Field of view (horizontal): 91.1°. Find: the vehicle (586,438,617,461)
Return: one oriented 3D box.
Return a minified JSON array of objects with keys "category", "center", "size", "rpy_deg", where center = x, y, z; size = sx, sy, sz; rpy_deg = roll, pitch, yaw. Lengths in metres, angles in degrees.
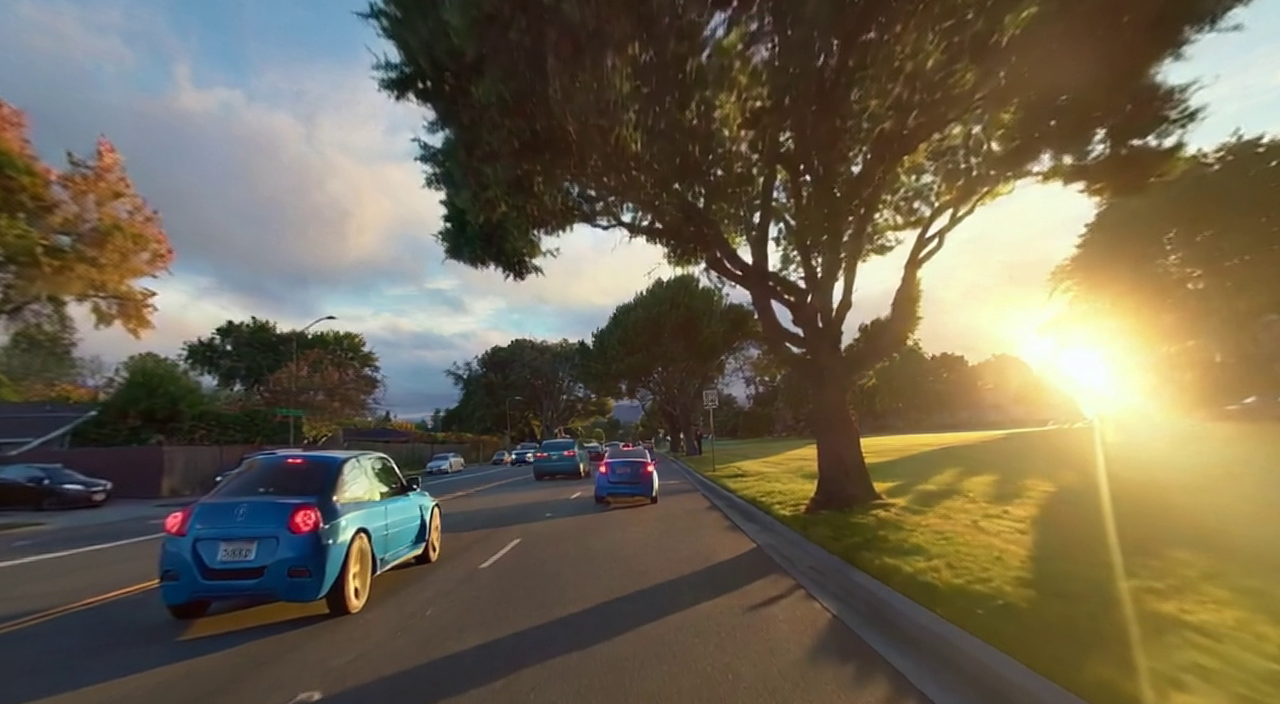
[{"category":"vehicle","center":[-2.834,7.236,46.781],"size":[2.007,1.615,3.758],"rpy_deg":[-1,-8,1]}]

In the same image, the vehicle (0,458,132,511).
[{"category":"vehicle","center":[-18.855,4.042,19.347],"size":[4.635,1.487,1.969],"rpy_deg":[0,-8,-1]}]

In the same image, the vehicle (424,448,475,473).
[{"category":"vehicle","center":[-12.193,6.951,40.518],"size":[1.887,1.469,4.691],"rpy_deg":[0,-9,-1]}]

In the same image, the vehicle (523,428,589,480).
[{"category":"vehicle","center":[-3.134,3.911,24.291],"size":[1.908,1.809,4.230],"rpy_deg":[-1,-8,1]}]

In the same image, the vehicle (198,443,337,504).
[{"category":"vehicle","center":[-12.367,4.010,21.301],"size":[1.928,1.800,4.632],"rpy_deg":[0,-8,-1]}]
